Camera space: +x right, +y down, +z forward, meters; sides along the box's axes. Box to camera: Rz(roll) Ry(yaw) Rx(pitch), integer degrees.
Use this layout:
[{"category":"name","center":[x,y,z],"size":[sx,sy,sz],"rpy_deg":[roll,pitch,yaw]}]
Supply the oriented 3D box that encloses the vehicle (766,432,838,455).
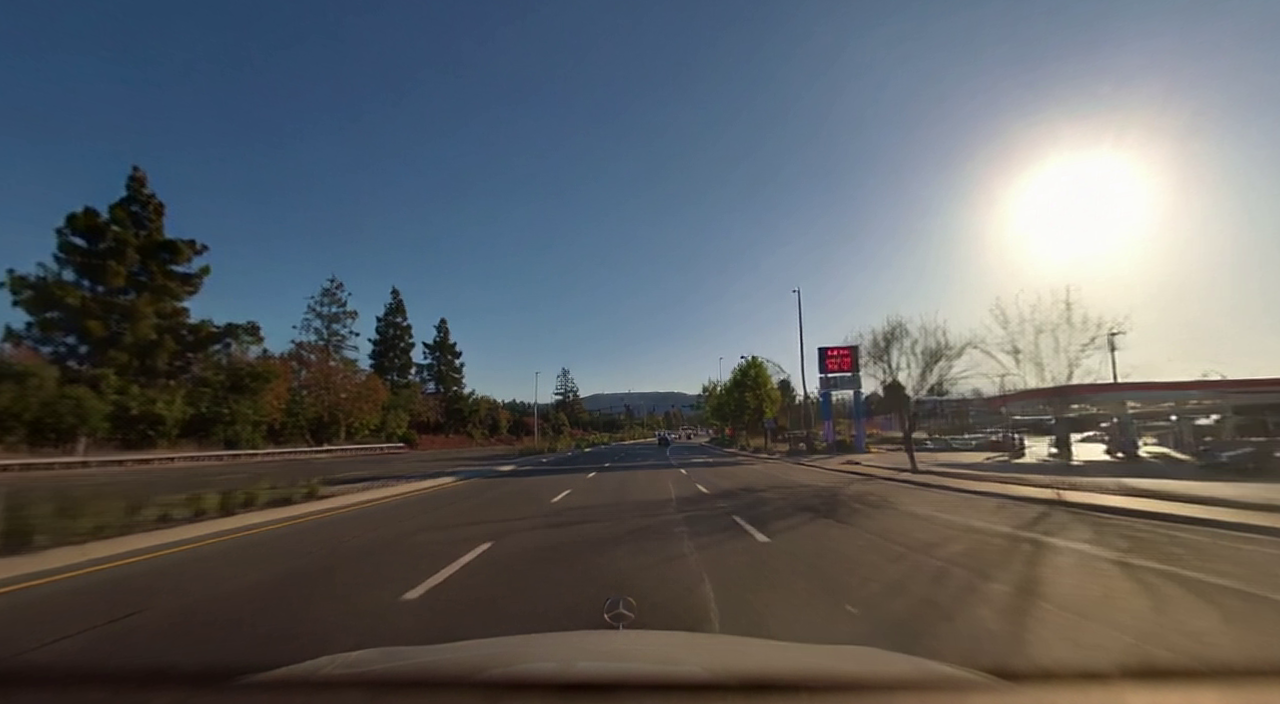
[{"category":"vehicle","center":[11.376,6.457,44.556],"size":[4.476,1.629,1.953],"rpy_deg":[0,-8,-2]}]
